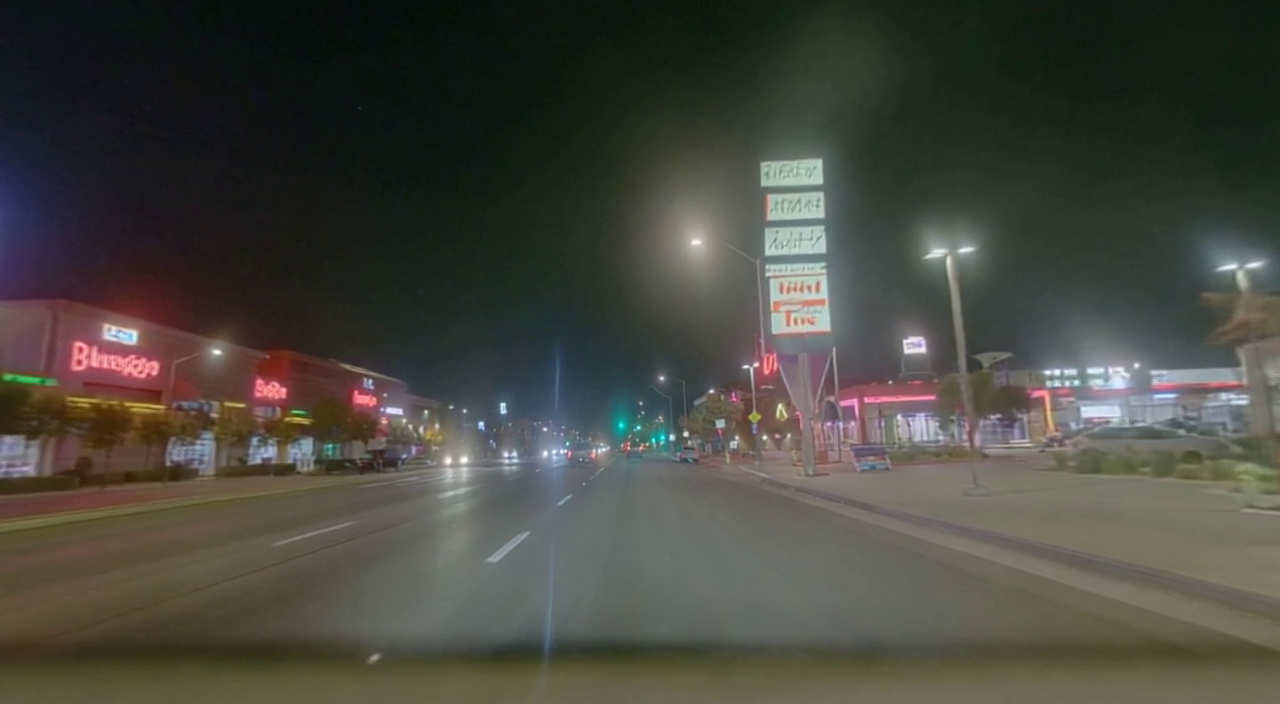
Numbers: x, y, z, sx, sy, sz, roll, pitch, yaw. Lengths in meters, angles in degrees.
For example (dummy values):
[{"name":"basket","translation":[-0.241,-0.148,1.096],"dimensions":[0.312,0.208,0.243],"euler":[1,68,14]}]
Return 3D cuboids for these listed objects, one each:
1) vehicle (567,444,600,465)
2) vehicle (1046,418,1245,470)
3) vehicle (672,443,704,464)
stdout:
[{"name":"vehicle","translation":[-4.221,7.742,47.898],"dimensions":[2.179,1.490,4.742],"euler":[0,-9,-1]},{"name":"vehicle","translation":[16.364,3.038,20.731],"dimensions":[2.150,1.463,4.524],"euler":[5,-10,-31]},{"name":"vehicle","translation":[3.512,7.596,47.443],"dimensions":[1.922,1.507,4.824],"euler":[0,-9,-1]}]
